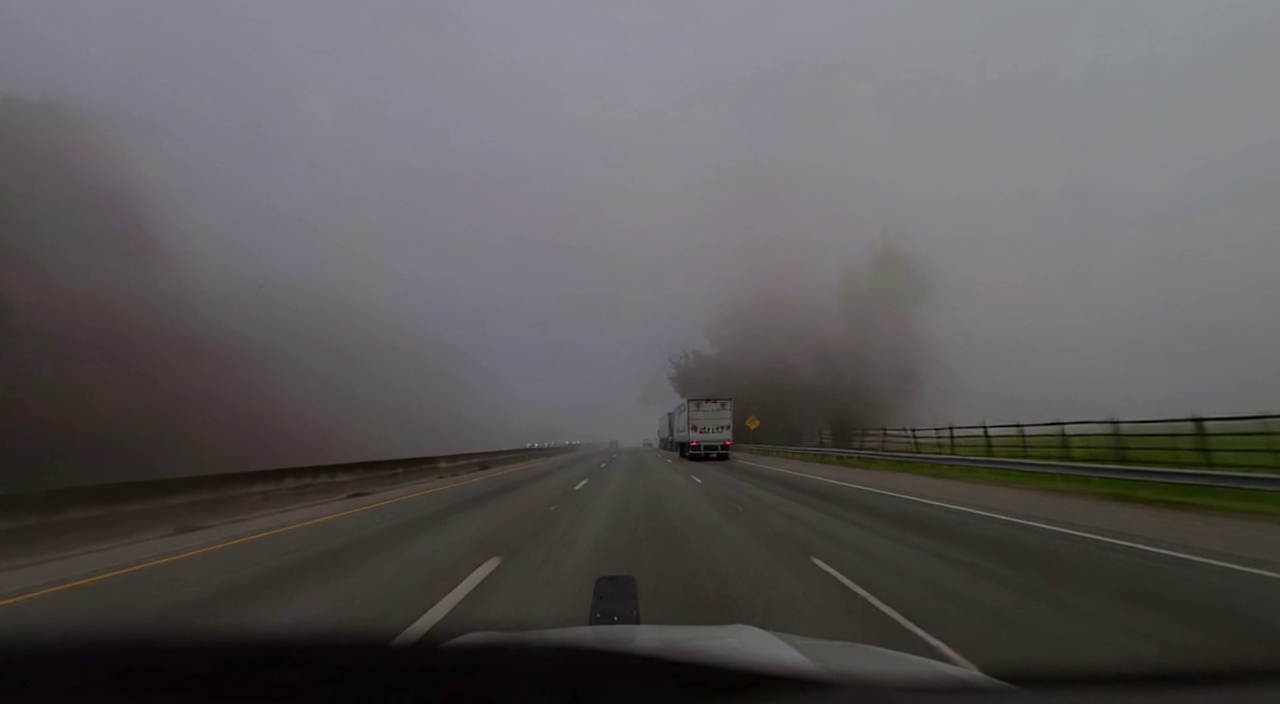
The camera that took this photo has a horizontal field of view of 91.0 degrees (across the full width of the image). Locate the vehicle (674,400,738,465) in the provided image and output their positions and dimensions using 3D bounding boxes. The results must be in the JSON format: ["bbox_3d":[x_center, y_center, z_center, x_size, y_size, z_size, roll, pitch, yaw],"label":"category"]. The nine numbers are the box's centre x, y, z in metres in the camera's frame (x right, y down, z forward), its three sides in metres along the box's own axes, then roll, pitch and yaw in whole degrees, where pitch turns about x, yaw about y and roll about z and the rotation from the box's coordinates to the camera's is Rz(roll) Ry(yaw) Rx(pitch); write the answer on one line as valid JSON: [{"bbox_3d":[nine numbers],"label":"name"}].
[{"bbox_3d":[3.672,4.718,36.779,2.766,3.349,7.796,0,-8,-1],"label":"vehicle"}]
